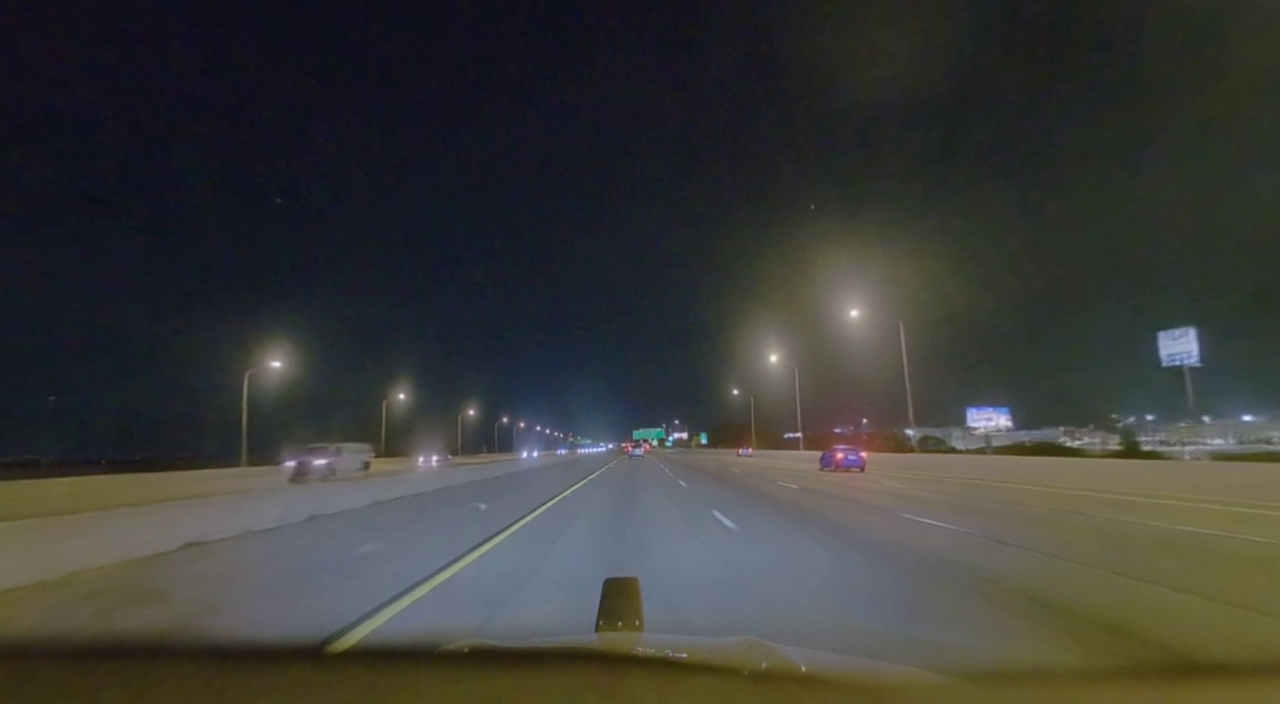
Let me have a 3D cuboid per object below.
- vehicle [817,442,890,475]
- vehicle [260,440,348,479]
[{"bbox_3d":[10.637,5.318,31.871,2.024,1.481,4.747,0,-8,0],"label":"vehicle"},{"bbox_3d":[-17.542,5.603,33.223,2.272,1.853,4.288,0,-8,-1],"label":"vehicle"}]
